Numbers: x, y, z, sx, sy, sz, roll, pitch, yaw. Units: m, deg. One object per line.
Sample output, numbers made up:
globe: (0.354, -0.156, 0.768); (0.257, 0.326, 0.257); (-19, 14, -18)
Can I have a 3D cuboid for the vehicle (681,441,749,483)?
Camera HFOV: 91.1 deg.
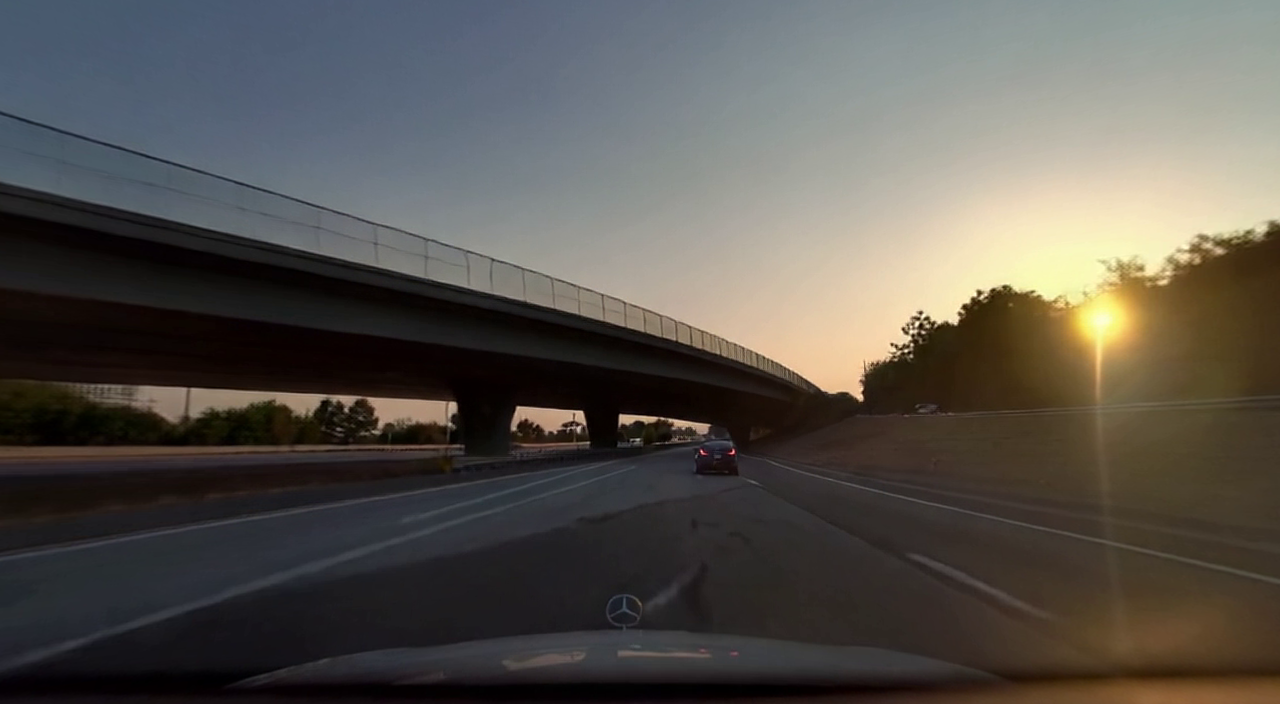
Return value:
vehicle: (2.710, 4.097, 23.693); (2.124, 1.405, 4.398); (0, -8, 1)
